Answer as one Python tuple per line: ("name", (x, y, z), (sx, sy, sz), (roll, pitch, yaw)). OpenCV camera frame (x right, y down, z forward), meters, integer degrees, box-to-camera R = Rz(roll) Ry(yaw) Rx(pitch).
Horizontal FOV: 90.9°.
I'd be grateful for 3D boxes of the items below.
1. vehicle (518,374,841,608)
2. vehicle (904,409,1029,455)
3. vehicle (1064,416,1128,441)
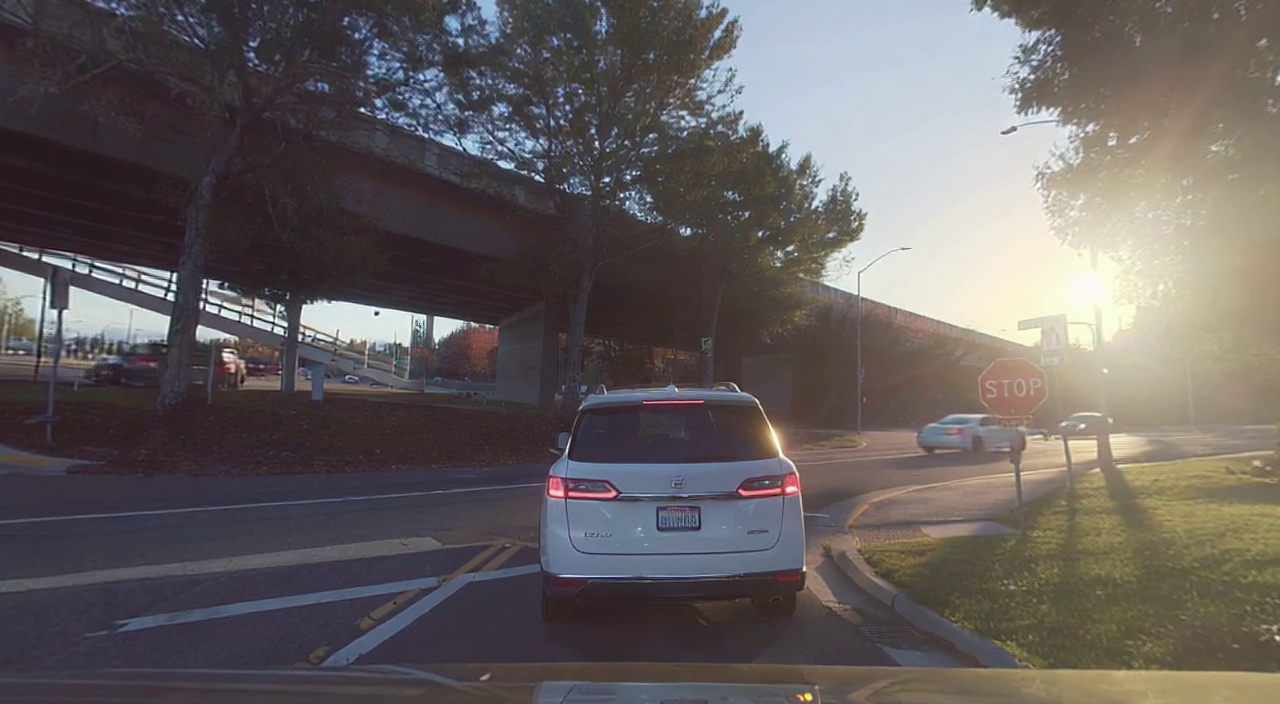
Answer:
("vehicle", (0.301, 1.400, 7.134), (2.494, 1.804, 4.336), (0, -9, 0))
("vehicle", (14.069, 3.482, 27.134), (5.166, 1.791, 2.131), (4, -10, -28))
("vehicle", (33.916, 5.686, 46.868), (4.557, 1.712, 1.913), (3, -9, -29))
